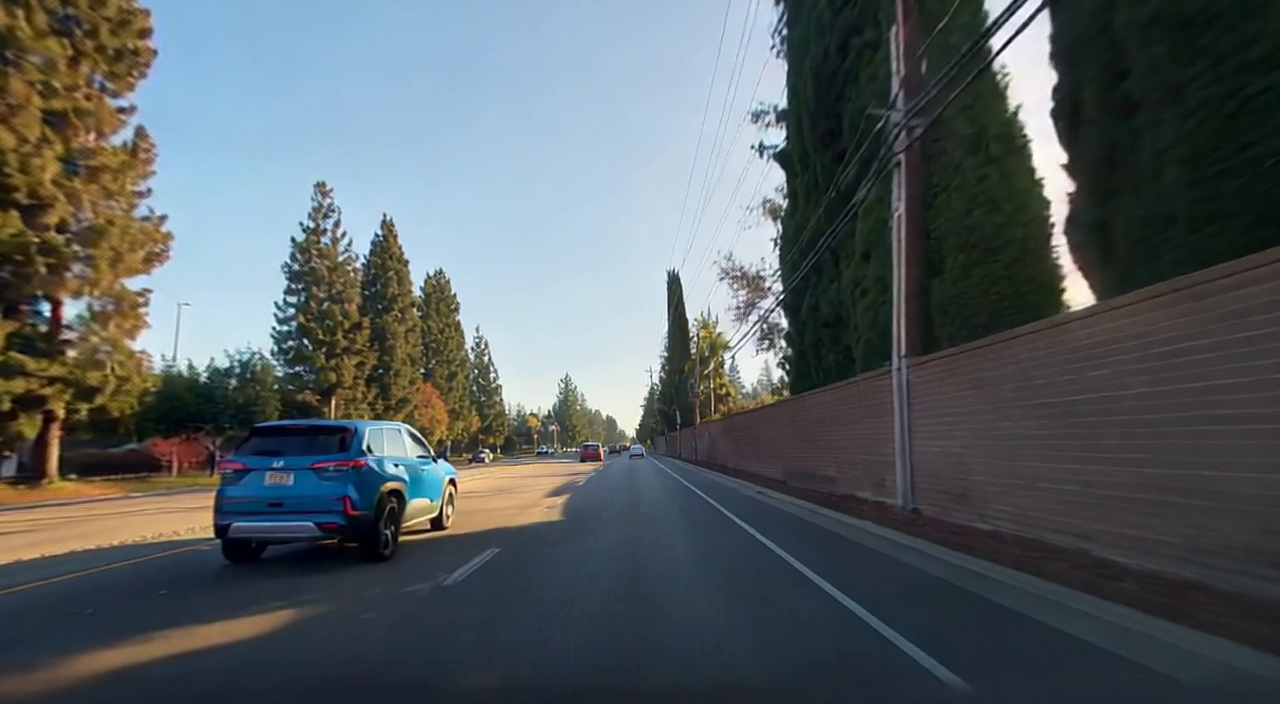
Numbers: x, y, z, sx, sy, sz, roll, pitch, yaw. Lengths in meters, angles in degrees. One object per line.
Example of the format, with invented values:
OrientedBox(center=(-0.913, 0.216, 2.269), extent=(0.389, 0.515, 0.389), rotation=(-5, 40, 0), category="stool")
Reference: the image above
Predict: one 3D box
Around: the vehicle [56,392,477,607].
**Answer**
OrientedBox(center=(-3.628, 1.525, 7.448), extent=(2.147, 1.730, 4.555), rotation=(0, -8, 0), category="vehicle")
